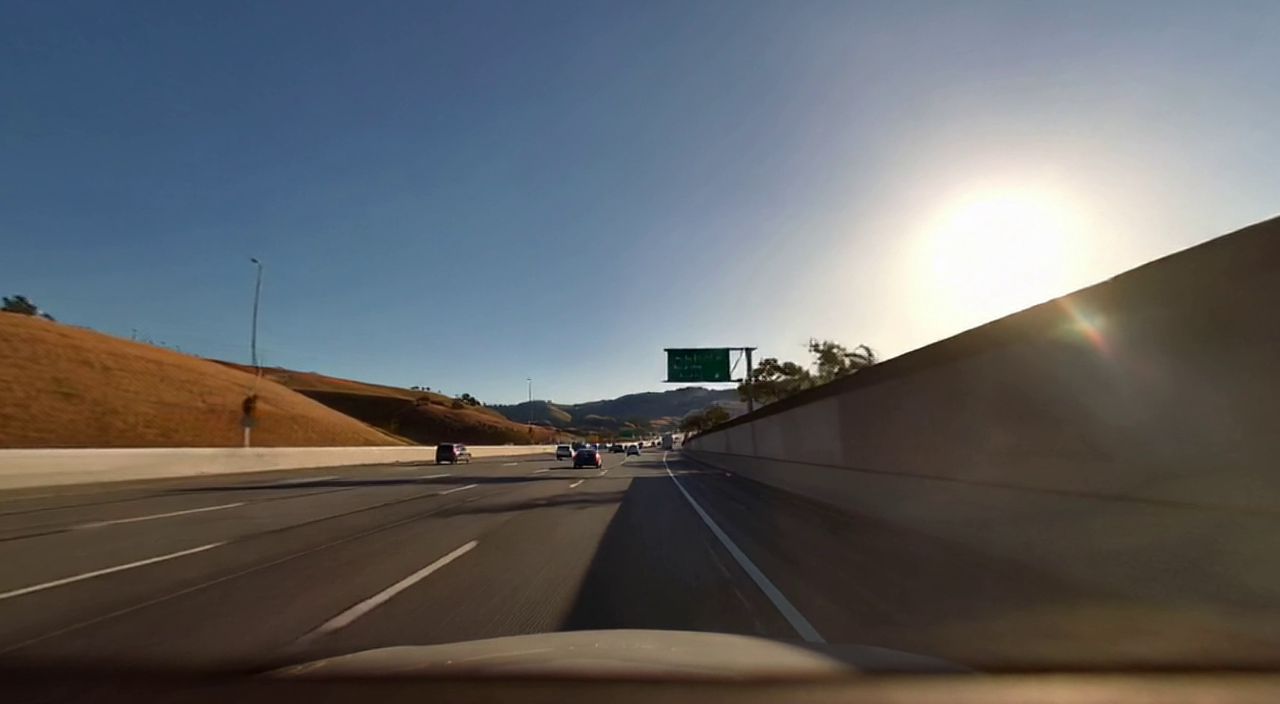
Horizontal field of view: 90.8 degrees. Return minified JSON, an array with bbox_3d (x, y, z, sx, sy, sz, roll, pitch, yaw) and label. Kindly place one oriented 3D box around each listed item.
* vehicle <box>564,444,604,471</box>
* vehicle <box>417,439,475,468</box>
[{"bbox_3d":[-3.300,6.326,38.131,1.931,1.492,4.076,0,-8,2],"label":"vehicle"},{"bbox_3d":[-12.667,6.672,41.568,2.076,1.766,4.831,0,-8,2],"label":"vehicle"}]
